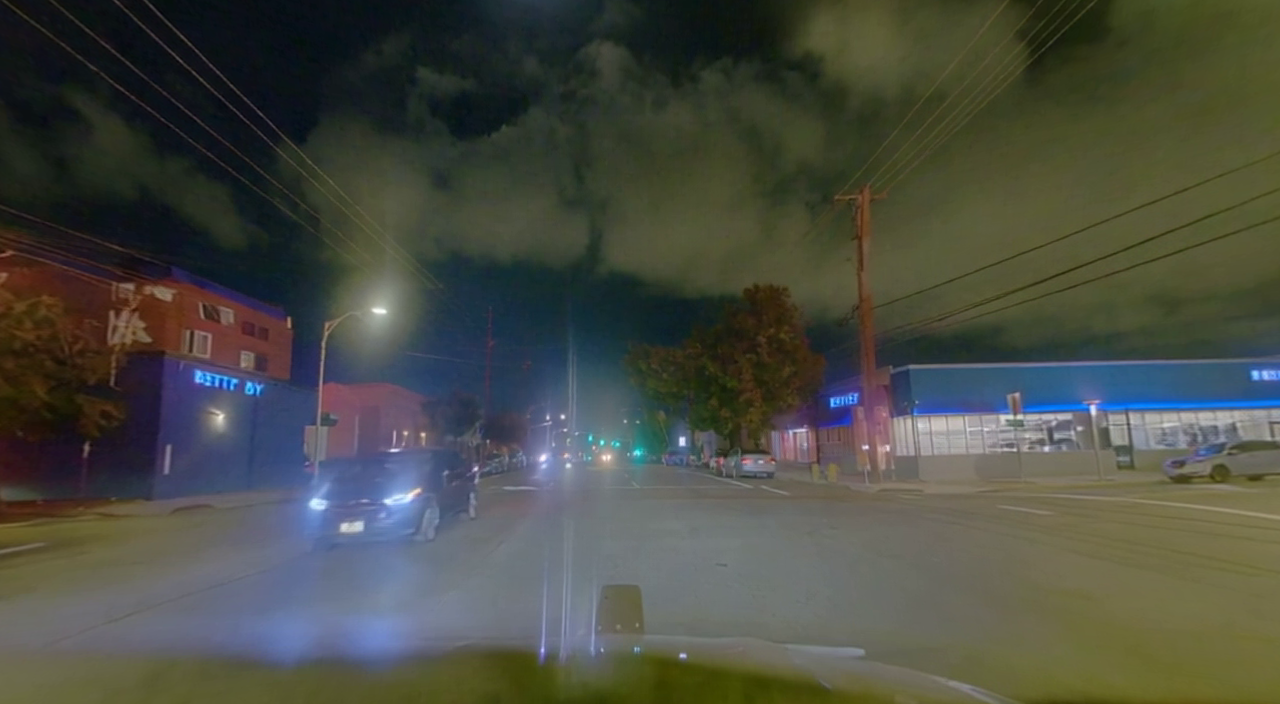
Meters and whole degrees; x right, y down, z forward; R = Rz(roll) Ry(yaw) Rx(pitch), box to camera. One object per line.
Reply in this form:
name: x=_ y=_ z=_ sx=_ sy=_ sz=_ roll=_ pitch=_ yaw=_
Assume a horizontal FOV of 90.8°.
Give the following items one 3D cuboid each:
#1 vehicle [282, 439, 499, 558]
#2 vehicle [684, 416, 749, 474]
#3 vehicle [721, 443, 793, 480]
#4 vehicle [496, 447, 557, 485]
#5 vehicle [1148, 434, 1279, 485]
vehicle: x=-3.687 y=2.201 z=10.269 sx=1.914 sy=1.506 sz=4.125 roll=0 pitch=-9 yaw=-1
vehicle: x=4.533 y=5.749 z=39.171 sx=2.815 sy=3.203 sz=7.558 roll=0 pitch=-9 yaw=-2
vehicle: x=5.540 y=5.214 z=30.466 sx=1.963 sy=1.646 sz=4.204 roll=2 pitch=-9 yaw=-11
vehicle: x=-4.787 y=4.855 z=27.258 sx=2.050 sy=1.505 sz=4.219 roll=0 pitch=-9 yaw=-2
vehicle: x=18.591 y=3.262 z=19.307 sx=4.368 sy=1.479 sz=1.985 roll=0 pitch=-9 yaw=1
